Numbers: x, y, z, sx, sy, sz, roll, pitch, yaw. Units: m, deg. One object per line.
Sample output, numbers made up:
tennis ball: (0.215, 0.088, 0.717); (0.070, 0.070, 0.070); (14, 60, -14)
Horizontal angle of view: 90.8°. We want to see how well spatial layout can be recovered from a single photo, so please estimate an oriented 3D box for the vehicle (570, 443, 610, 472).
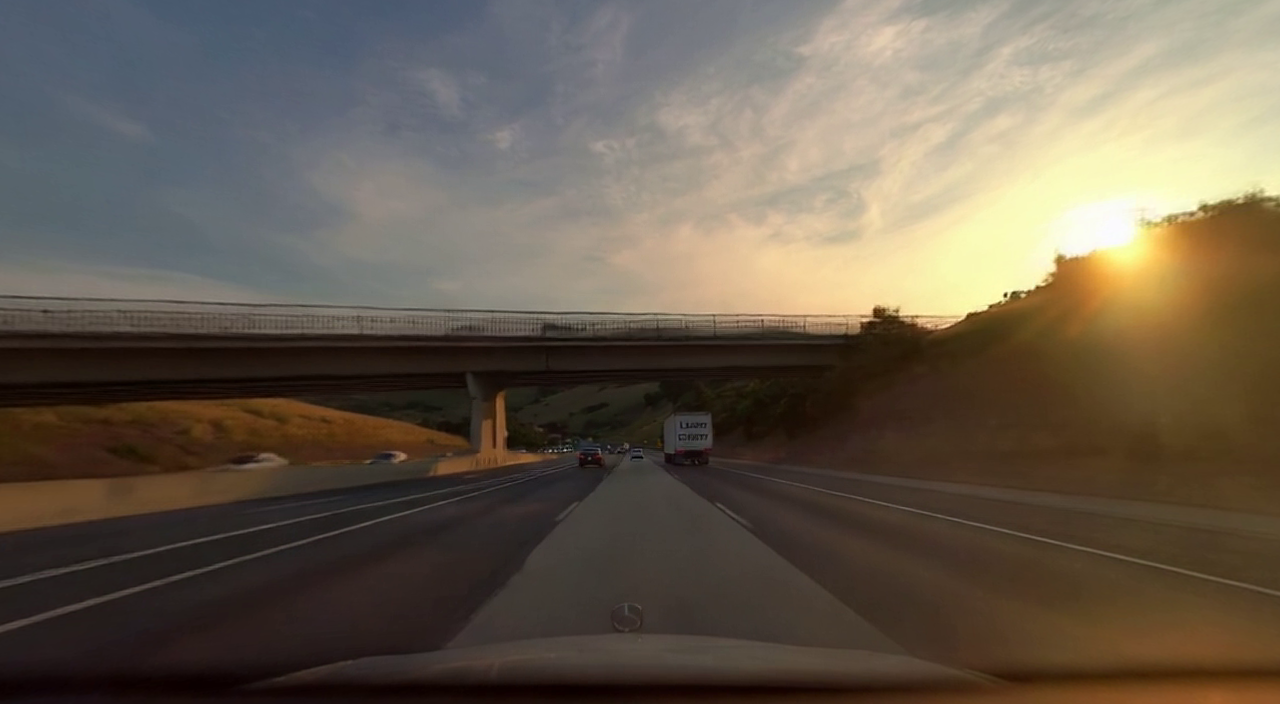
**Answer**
vehicle: (-2.942, 6.405, 38.356); (2.052, 1.654, 4.303); (0, -9, 0)
